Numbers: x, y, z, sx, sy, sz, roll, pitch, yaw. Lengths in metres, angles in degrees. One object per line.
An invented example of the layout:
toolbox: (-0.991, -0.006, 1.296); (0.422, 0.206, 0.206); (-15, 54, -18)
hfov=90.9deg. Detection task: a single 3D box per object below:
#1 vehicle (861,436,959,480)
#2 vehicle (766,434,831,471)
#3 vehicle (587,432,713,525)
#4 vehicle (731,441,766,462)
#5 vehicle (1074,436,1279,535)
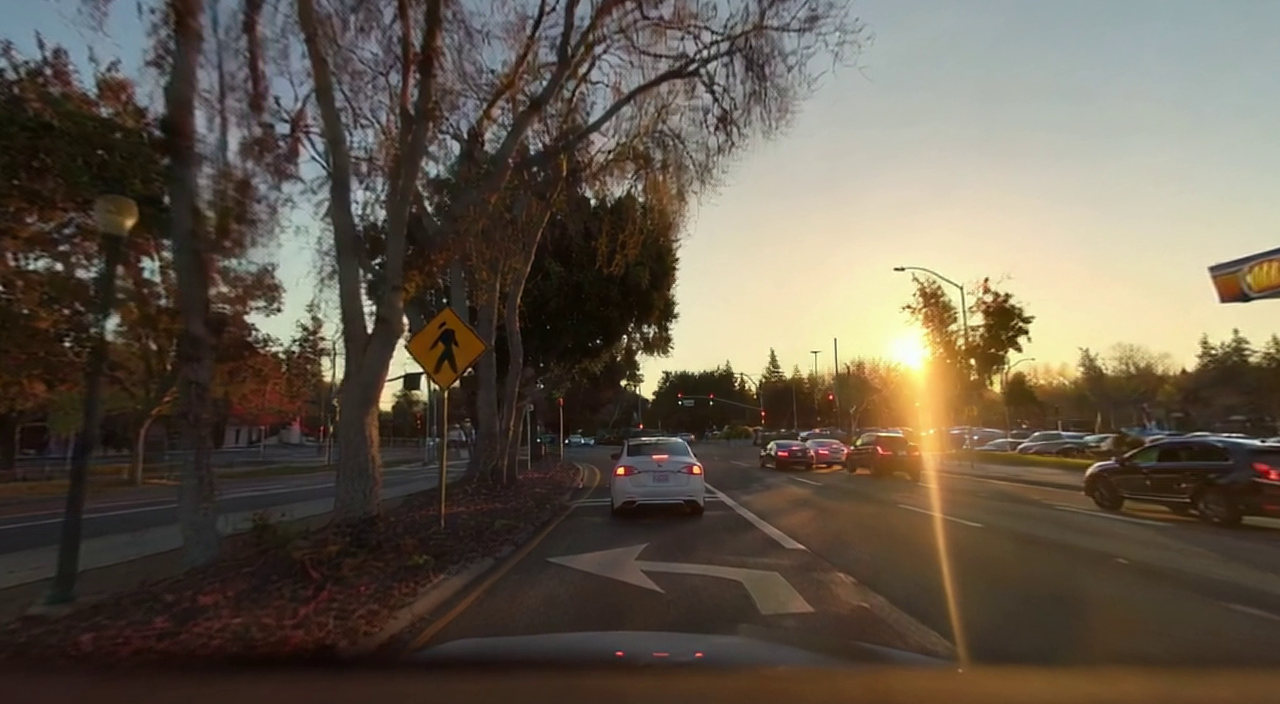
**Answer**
vehicle: (10.794, 4.276, 25.615); (1.976, 1.584, 4.516); (0, -9, 0)
vehicle: (7.854, 5.043, 31.737); (1.991, 1.695, 4.357); (0, -9, -2)
vehicle: (0.131, 2.358, 12.291); (2.032, 1.461, 4.173); (0, -9, -1)
vehicle: (7.461, 6.896, 43.684); (1.716, 1.400, 3.921); (0, -9, 0)
vehicle: (10.636, 2.344, 11.685); (1.880, 1.472, 4.694); (0, -9, 0)
